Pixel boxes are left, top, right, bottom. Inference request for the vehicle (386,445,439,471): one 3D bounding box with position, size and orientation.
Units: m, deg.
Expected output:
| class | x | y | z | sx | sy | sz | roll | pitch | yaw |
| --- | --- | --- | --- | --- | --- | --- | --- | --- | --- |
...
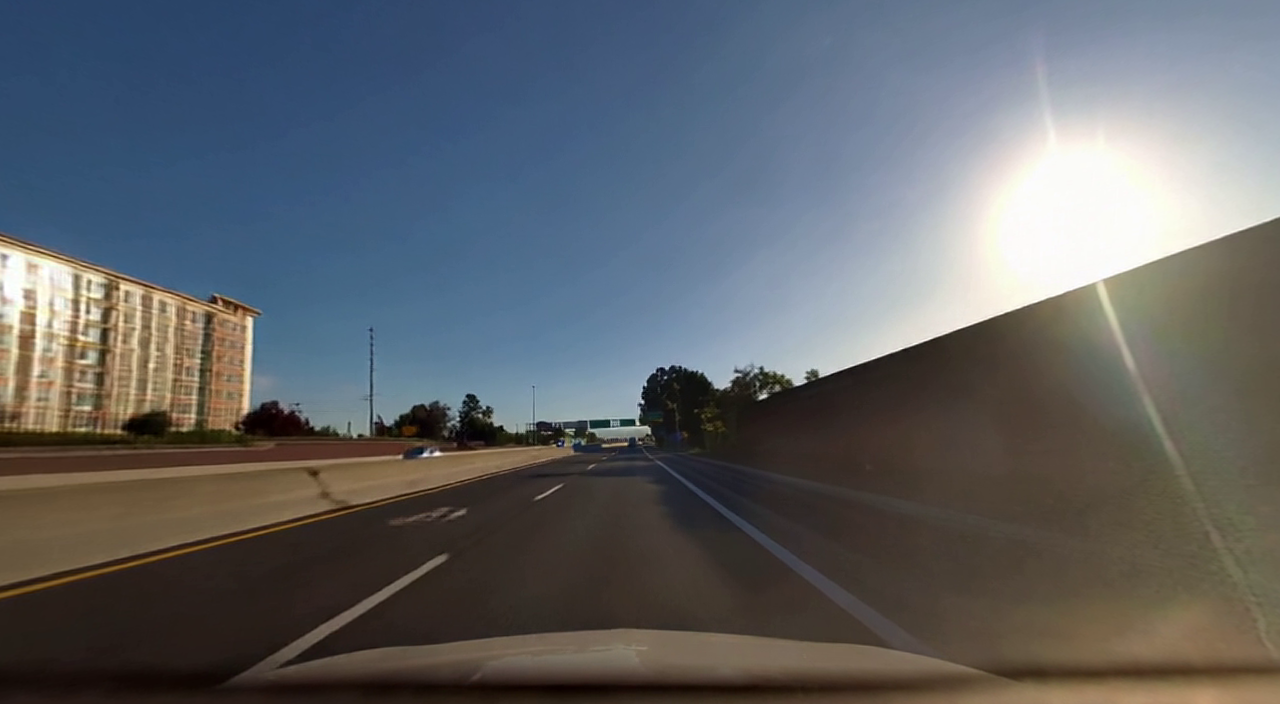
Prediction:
| class | x | y | z | sx | sy | sz | roll | pitch | yaw |
| --- | --- | --- | --- | --- | --- | --- | --- | --- | --- |
| vehicle | -14.948 | 6.957 | 41.520 | 1.869 | 1.533 | 4.317 | 0 | -8 | 0 |
